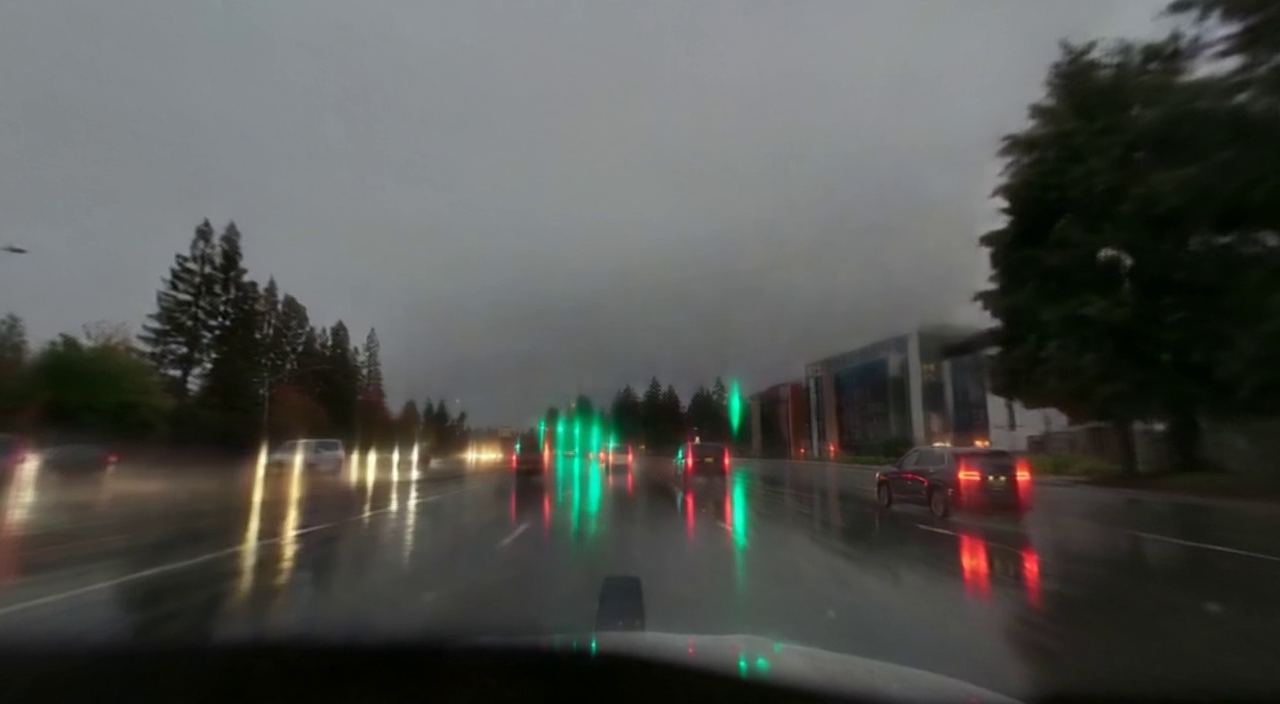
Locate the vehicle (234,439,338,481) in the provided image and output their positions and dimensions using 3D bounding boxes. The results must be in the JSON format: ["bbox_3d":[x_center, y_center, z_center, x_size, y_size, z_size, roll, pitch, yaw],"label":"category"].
[{"bbox_3d":[-15.368,4.689,27.759,1.970,1.650,4.507,0,-8,-1],"label":"vehicle"}]

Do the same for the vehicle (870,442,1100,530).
[{"bbox_3d":[6.388,2.490,12.414,1.945,1.408,4.288,0,-8,-3],"label":"vehicle"}]

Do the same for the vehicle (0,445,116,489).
[{"bbox_3d":[-22.493,4.225,23.603,1.919,1.462,4.580,0,-8,-1],"label":"vehicle"}]

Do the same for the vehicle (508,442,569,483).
[{"bbox_3d":[-4.485,4.922,28.457,2.172,1.671,4.175,0,-8,-2],"label":"vehicle"}]

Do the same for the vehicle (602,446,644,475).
[{"bbox_3d":[-0.983,5.908,34.636,2.155,1.486,4.403,0,-8,-3],"label":"vehicle"}]

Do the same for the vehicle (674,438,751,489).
[{"bbox_3d":[2.587,4.110,23.730,2.161,1.716,4.194,0,-8,-4],"label":"vehicle"}]
